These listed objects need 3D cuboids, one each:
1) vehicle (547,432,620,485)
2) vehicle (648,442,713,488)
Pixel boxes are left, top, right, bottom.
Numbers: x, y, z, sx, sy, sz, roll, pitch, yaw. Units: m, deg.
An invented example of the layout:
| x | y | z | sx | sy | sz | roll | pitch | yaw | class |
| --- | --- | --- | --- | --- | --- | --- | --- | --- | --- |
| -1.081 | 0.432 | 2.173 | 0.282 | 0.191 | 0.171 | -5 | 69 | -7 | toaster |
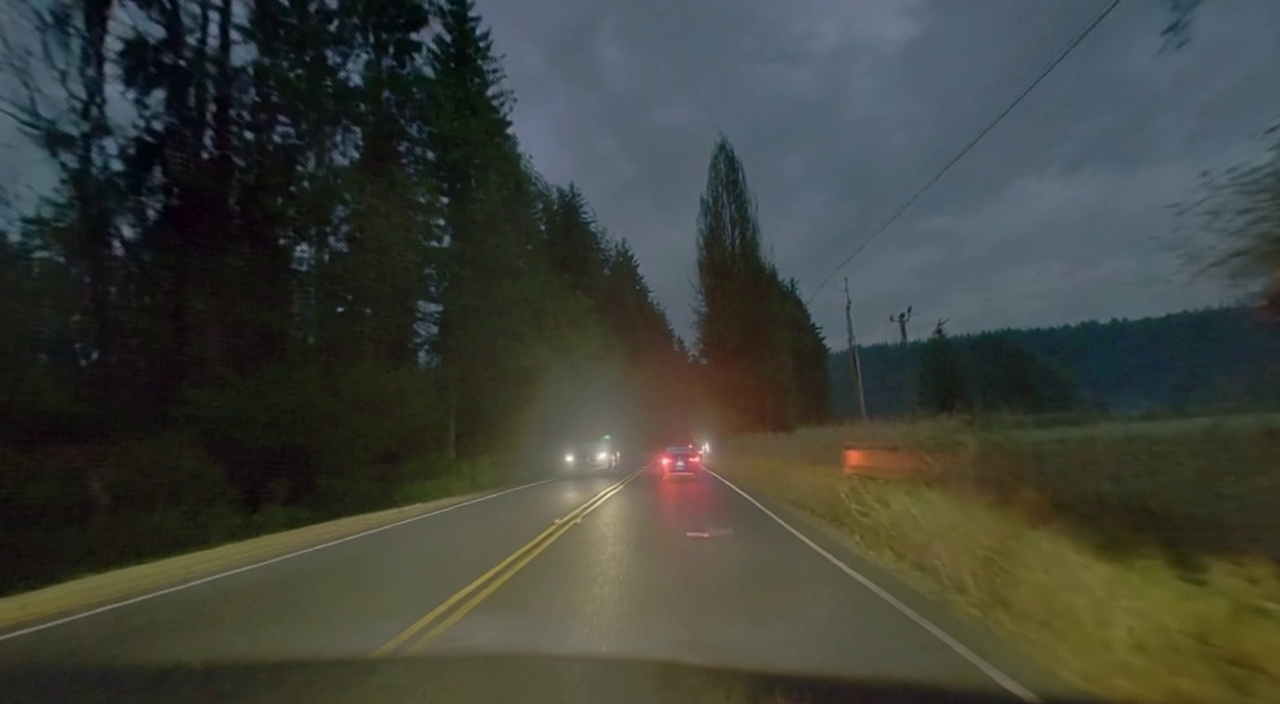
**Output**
| x | y | z | sx | sy | sz | roll | pitch | yaw | class |
| --- | --- | --- | --- | --- | --- | --- | --- | --- | --- |
| -2.188 | 4.296 | 25.749 | 2.291 | 1.975 | 4.308 | -1 | -8 | 4 | vehicle |
| 1.507 | 4.311 | 24.406 | 2.274 | 1.583 | 4.349 | 0 | -8 | 3 | vehicle |
